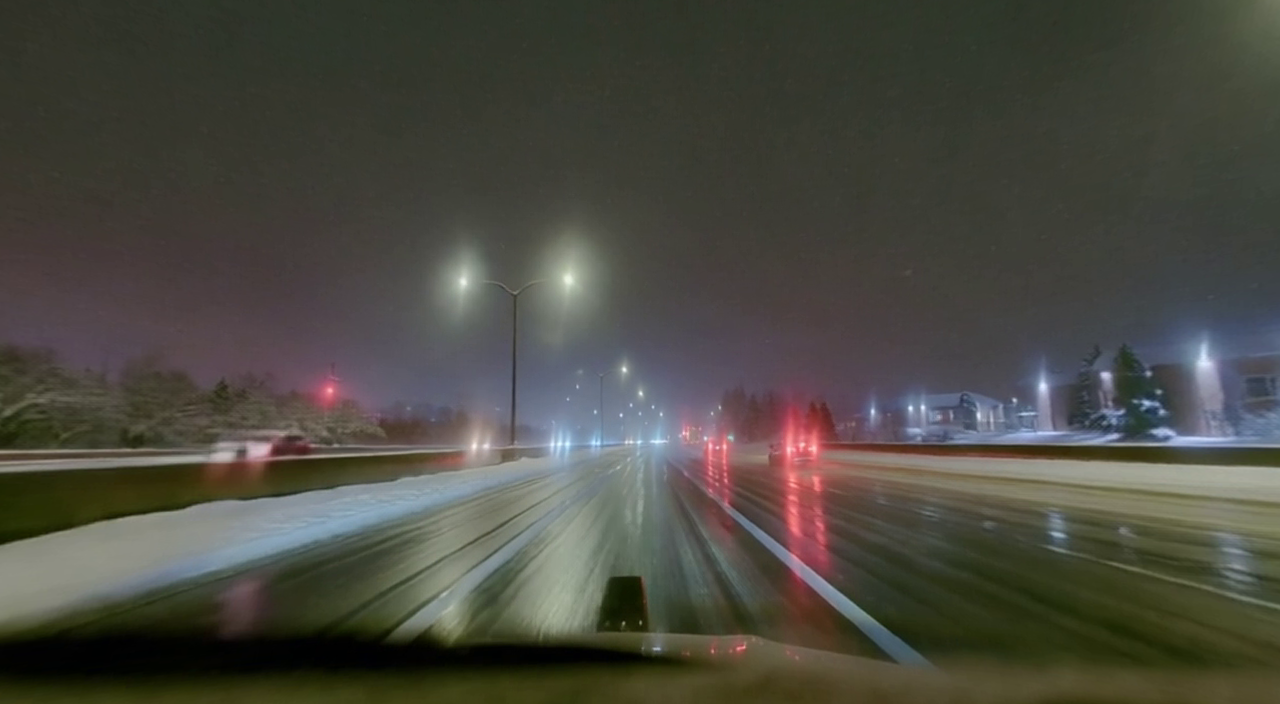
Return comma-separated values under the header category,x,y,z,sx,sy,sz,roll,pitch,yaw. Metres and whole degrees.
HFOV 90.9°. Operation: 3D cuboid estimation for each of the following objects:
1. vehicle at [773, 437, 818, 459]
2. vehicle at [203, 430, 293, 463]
category,x,y,z,sx,sy,sz,roll,pitch,yaw
vehicle,11.027,6.820,44.938,2.000,1.514,4.585,-1,-8,0
vehicle,-18.241,4.416,29.556,1.798,1.431,3.672,0,-8,1
